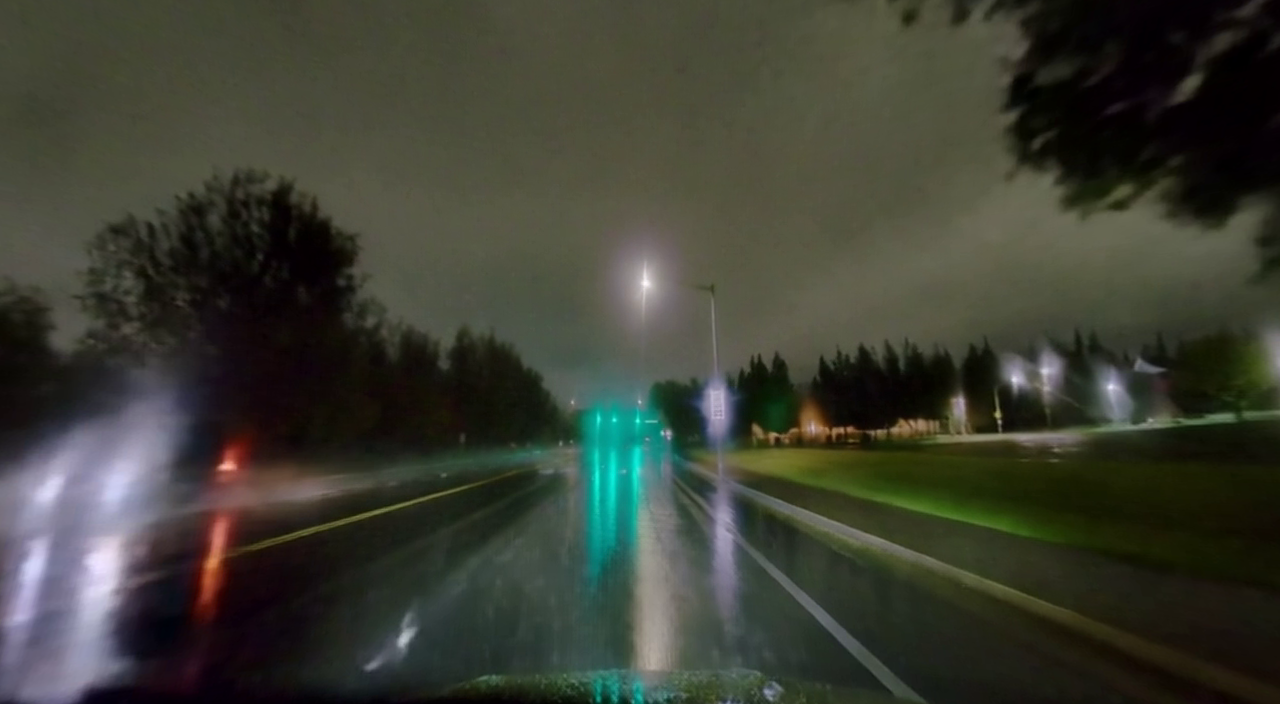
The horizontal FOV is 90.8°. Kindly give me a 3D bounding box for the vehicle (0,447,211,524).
[{"bbox_3d":[-13.118,3.123,15.440,2.078,1.573,4.533,0,-8,0],"label":"vehicle"}]
